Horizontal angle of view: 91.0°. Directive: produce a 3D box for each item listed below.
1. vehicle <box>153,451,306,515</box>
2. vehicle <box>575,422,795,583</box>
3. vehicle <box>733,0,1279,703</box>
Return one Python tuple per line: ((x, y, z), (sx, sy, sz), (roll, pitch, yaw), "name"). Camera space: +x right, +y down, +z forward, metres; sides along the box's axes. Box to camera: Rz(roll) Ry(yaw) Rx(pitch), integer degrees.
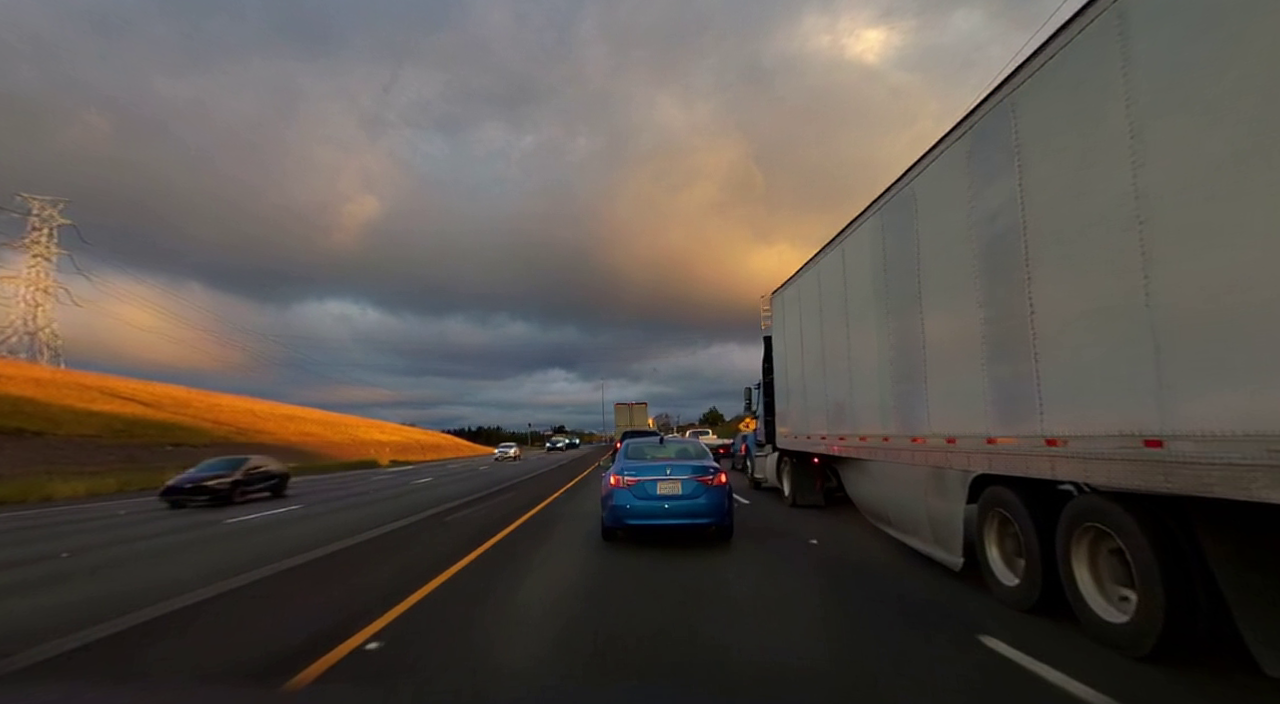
((-11.688, 3.704, 18.285), (1.856, 1.559, 3.844), (-1, -8, 0), "vehicle")
((0.341, 1.651, 7.700), (2.045, 1.446, 3.597), (0, -8, -2), "vehicle")
((4.204, 0.494, 8.868), (3.138, 4.065, 14.276), (0, -8, -2), "vehicle")
